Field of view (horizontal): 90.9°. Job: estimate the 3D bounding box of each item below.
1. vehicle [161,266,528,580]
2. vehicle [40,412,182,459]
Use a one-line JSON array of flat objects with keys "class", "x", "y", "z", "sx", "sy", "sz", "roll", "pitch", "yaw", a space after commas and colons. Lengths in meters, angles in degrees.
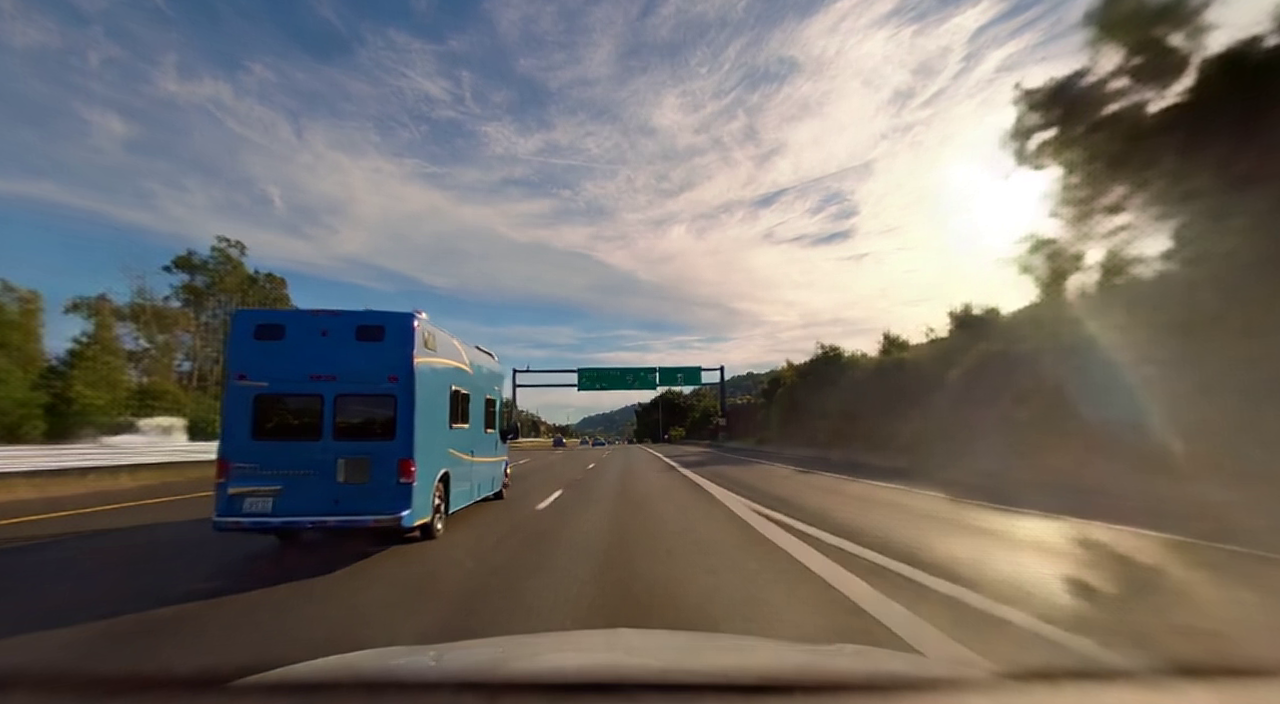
[{"class": "vehicle", "x": -3.810, "y": 1.130, "z": 10.474, "sx": 2.676, "sy": 3.269, "sz": 7.388, "roll": -2, "pitch": -6, "yaw": -1}, {"class": "vehicle", "x": -23.153, "y": 3.681, "z": 27.910, "sx": 1.999, "sy": 1.870, "sz": 4.922, "roll": 0, "pitch": -7, "yaw": 0}]
